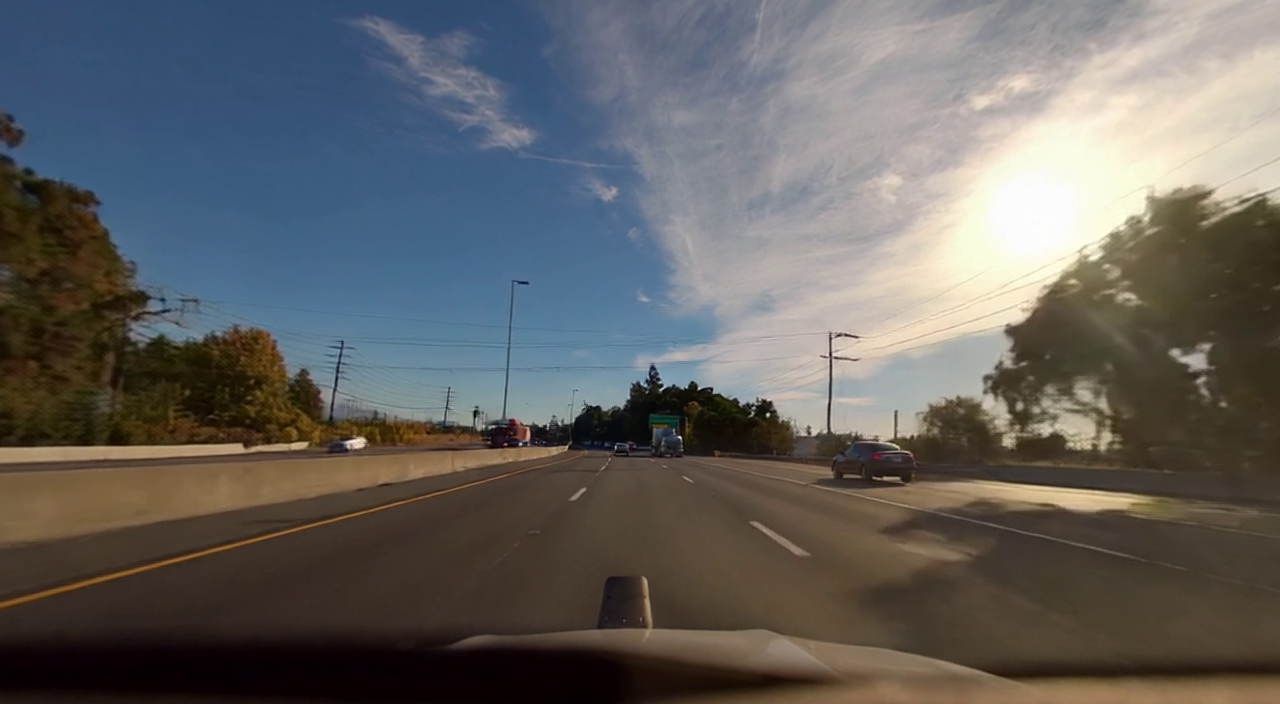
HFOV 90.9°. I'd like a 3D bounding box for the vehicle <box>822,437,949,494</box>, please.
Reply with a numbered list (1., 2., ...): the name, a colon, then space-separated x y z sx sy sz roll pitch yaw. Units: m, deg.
1. vehicle: 7.176 3.352 19.045 1.905 1.480 4.624 0 -8 -1
